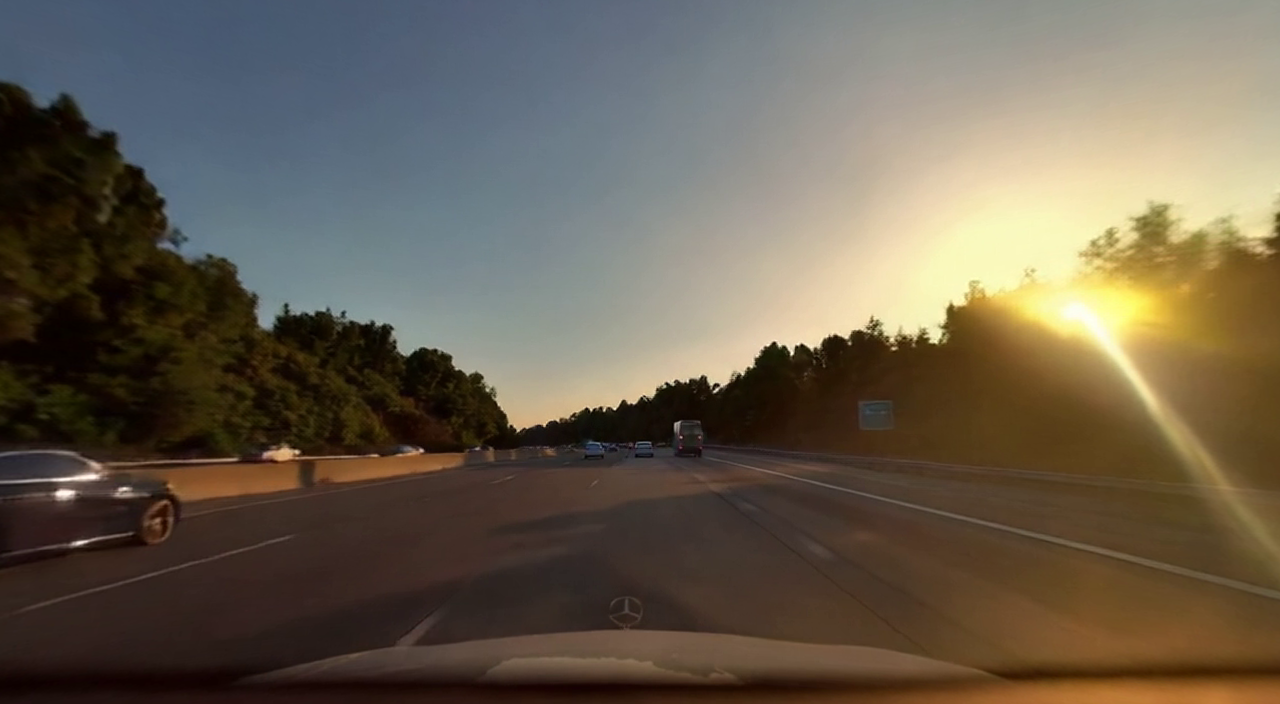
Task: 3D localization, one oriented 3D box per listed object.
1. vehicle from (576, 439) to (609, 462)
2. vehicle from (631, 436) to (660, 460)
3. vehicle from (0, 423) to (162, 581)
[{"bbox_3d":[-3.388,7.111,45.440,2.025,1.571,3.662,0,-9,1],"label":"vehicle"},{"bbox_3d":[0.408,7.583,49.721,2.212,1.807,4.372,0,-9,0],"label":"vehicle"},{"bbox_3d":[-7.173,1.385,5.675,1.947,1.513,4.751,0,-9,1],"label":"vehicle"}]
